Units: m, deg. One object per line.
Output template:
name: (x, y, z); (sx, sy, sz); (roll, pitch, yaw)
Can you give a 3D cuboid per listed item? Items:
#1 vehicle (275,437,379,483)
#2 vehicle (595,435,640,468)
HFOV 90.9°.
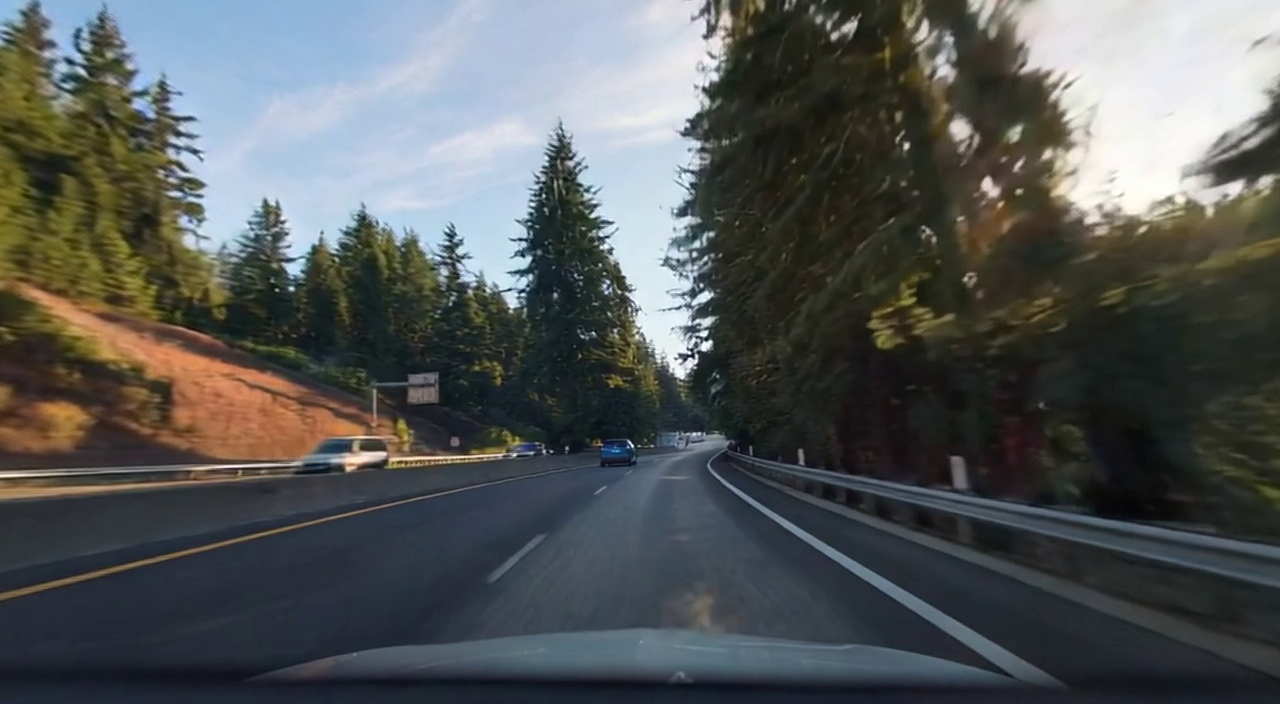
vehicle: (-15.387, 5.306, 31.426); (2.197, 2.087, 5.089); (-1, -8, 6)
vehicle: (-1.229, 5.725, 36.501); (2.005, 1.752, 4.479); (-1, -8, 5)
